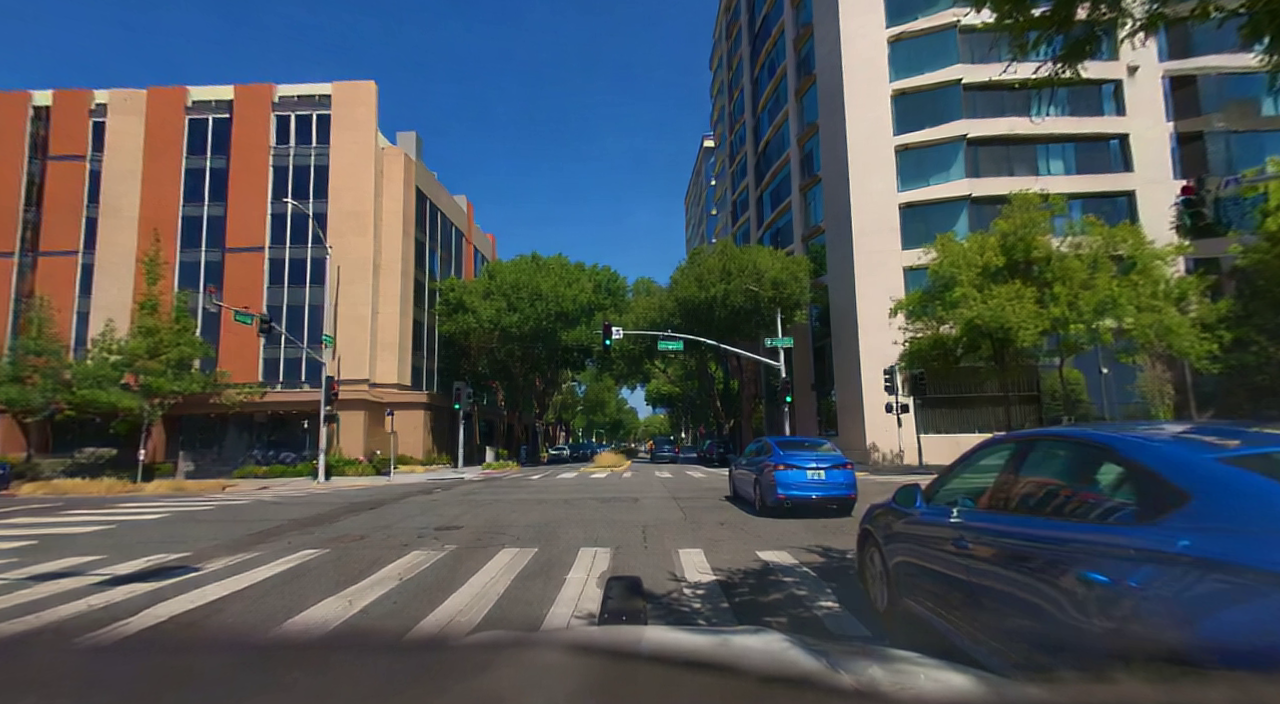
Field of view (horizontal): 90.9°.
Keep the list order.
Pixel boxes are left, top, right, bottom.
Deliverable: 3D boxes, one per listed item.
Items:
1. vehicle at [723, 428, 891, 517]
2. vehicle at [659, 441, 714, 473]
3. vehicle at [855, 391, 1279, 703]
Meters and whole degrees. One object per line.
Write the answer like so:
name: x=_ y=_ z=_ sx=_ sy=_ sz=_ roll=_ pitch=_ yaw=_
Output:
vehicle: x=3.080 y=2.335 z=12.771 sx=2.009 sy=1.443 sz=4.509 roll=0 pitch=-8 yaw=-2
vehicle: x=2.148 y=5.015 z=30.420 sx=2.040 sy=1.421 sz=4.550 roll=0 pitch=-8 yaw=-3
vehicle: x=2.861 y=1.037 z=3.096 sx=2.039 sy=1.470 sz=4.355 roll=0 pitch=-8 yaw=0
